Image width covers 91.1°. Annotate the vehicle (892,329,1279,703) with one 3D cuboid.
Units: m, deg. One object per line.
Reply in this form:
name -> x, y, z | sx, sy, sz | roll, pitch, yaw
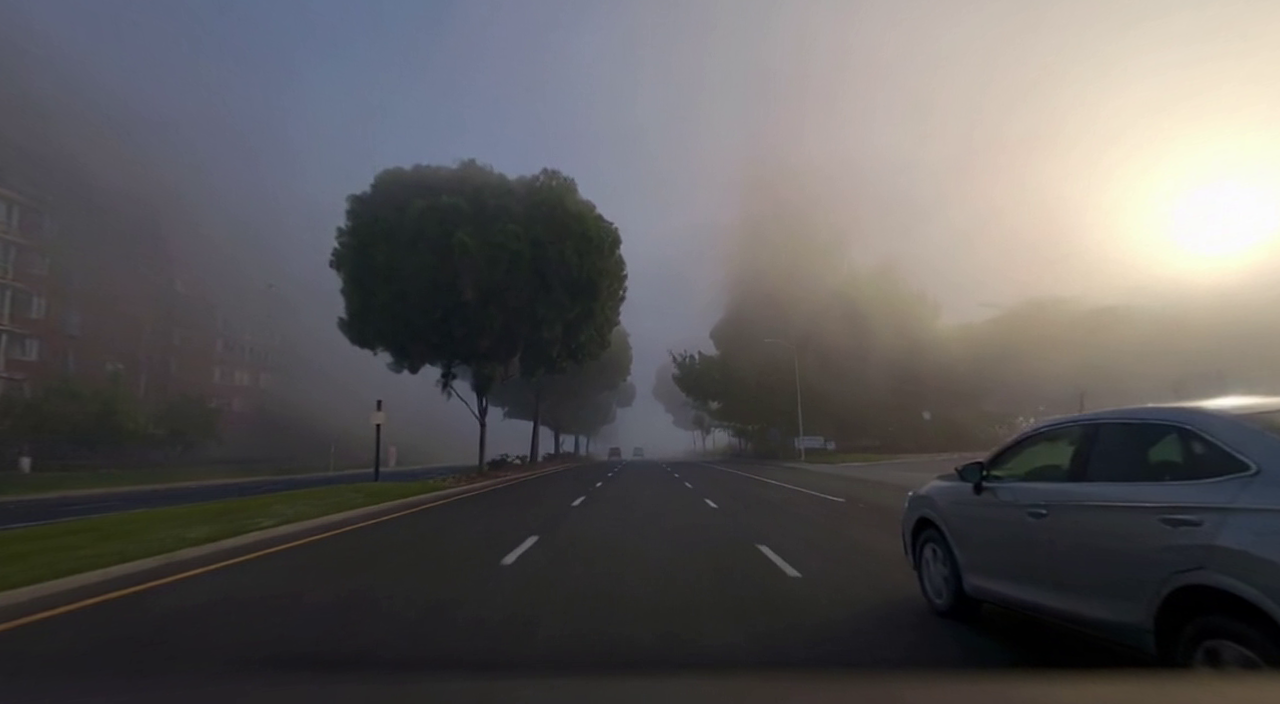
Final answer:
vehicle -> 3.185, 0.903, 2.990 | 2.090, 1.685, 4.436 | 0, -8, 0
